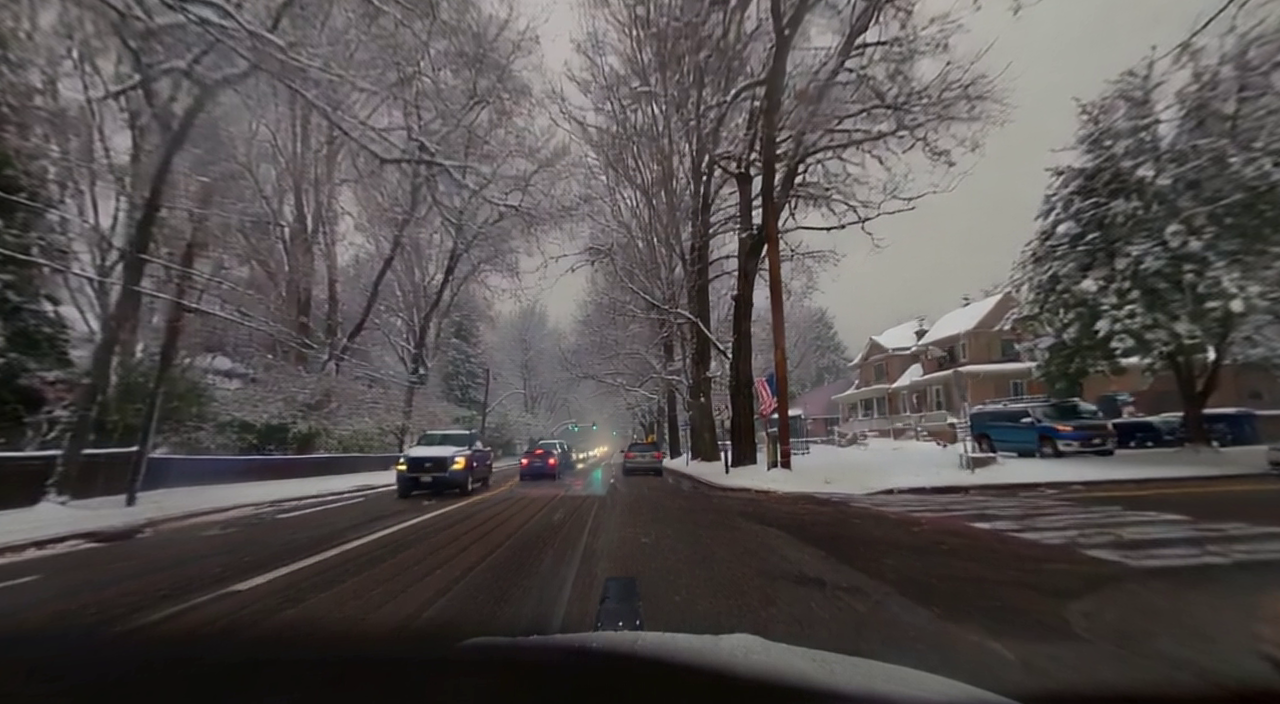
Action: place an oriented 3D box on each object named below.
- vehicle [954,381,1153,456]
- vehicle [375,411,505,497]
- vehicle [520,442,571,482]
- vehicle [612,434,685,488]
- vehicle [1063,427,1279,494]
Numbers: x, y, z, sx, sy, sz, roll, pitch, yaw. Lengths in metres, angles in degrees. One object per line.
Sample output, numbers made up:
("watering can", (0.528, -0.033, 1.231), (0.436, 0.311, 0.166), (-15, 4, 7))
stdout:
("vehicle", (16.018, 2.735, 24.824), (6.115, 2.590, 2.371), (-7, -10, 35))
("vehicle", (-7.243, 3.838, 24.191), (2.920, 2.707, 7.670), (0, -8, -4))
("vehicle", (-3.927, 4.632, 27.008), (1.919, 1.501, 4.509), (0, -8, -5))
("vehicle", (0.176, 3.873, 22.796), (2.258, 1.682, 4.635), (0, -8, -4))
("vehicle", (13.034, 2.567, 15.157), (4.462, 1.427, 1.886), (0, -8, -5))
